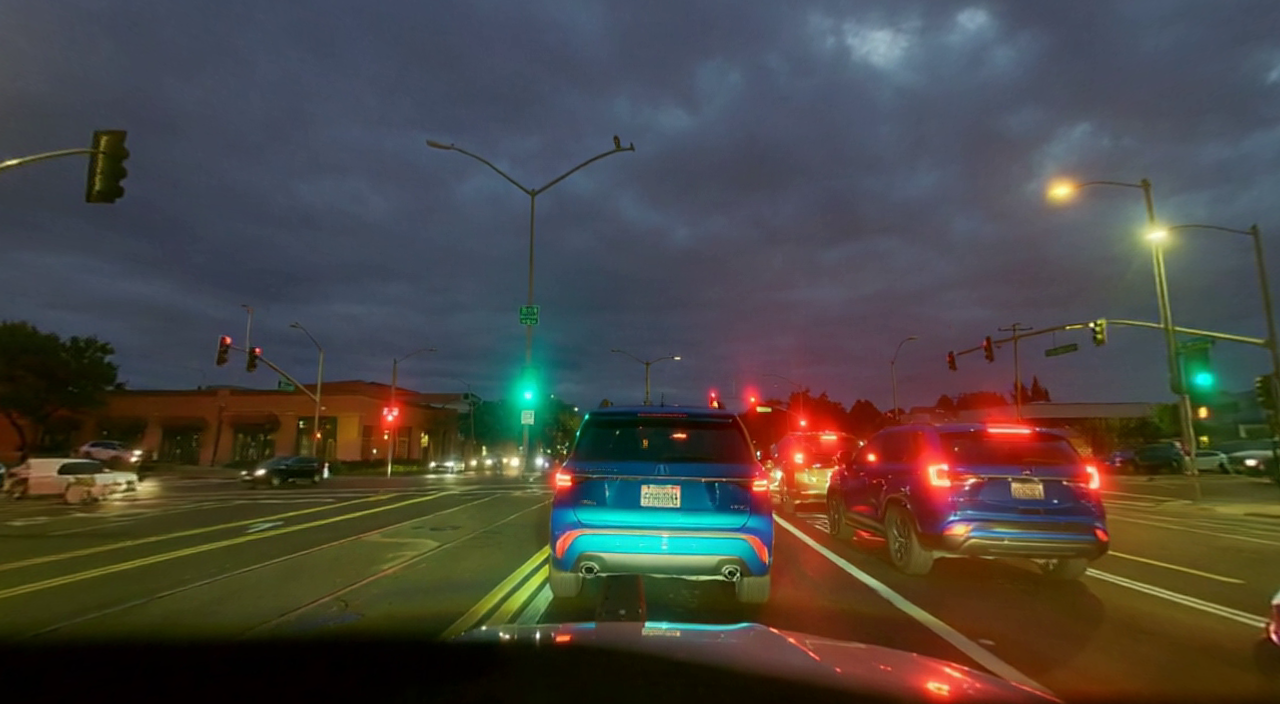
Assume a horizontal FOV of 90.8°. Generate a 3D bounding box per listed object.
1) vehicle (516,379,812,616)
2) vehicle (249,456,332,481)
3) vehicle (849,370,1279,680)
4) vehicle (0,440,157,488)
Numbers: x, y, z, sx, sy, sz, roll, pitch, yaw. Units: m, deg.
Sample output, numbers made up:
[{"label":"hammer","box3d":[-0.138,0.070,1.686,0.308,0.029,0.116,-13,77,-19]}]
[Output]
[{"label":"vehicle","box3d":[0.229,1.465,7.209,2.292,1.840,4.394,0,-9,1]},{"label":"vehicle","box3d":[-21.977,7.300,39.773,4.255,1.444,1.864,6,-11,-37]},{"label":"vehicle","box3d":[3.562,1.270,5.689,2.018,1.701,4.288,0,-9,2]},{"label":"vehicle","box3d":[-24.575,4.842,27.542,5.062,1.946,2.243,0,-9,-1]}]
